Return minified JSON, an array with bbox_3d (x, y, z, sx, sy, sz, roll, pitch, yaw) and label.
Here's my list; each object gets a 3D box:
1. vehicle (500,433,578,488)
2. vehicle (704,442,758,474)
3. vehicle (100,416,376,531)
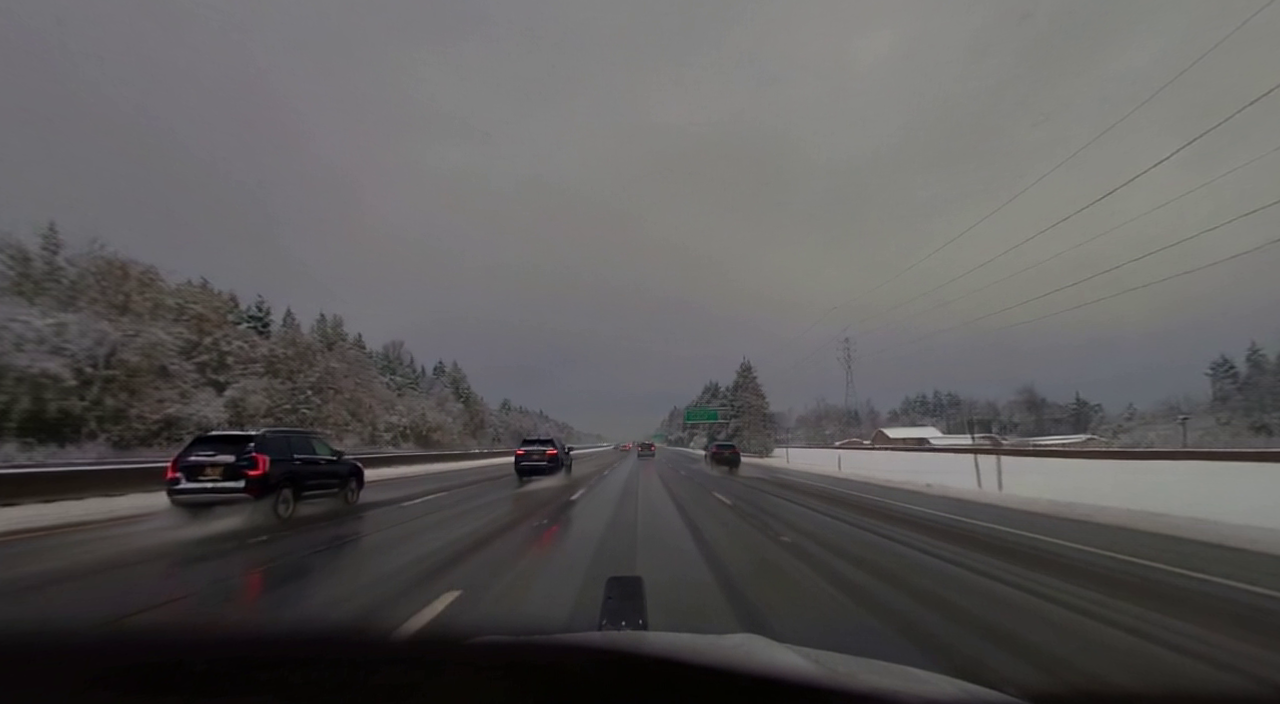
[{"bbox_3d":[-3.362,3.718,21.841,1.961,1.704,4.052,0,-8,1],"label":"vehicle"},{"bbox_3d":[4.432,5.212,31.221,1.964,1.479,4.252,0,-8,-1],"label":"vehicle"},{"bbox_3d":[-7.399,2.276,12.456,2.162,1.805,4.853,0,-8,1],"label":"vehicle"}]
